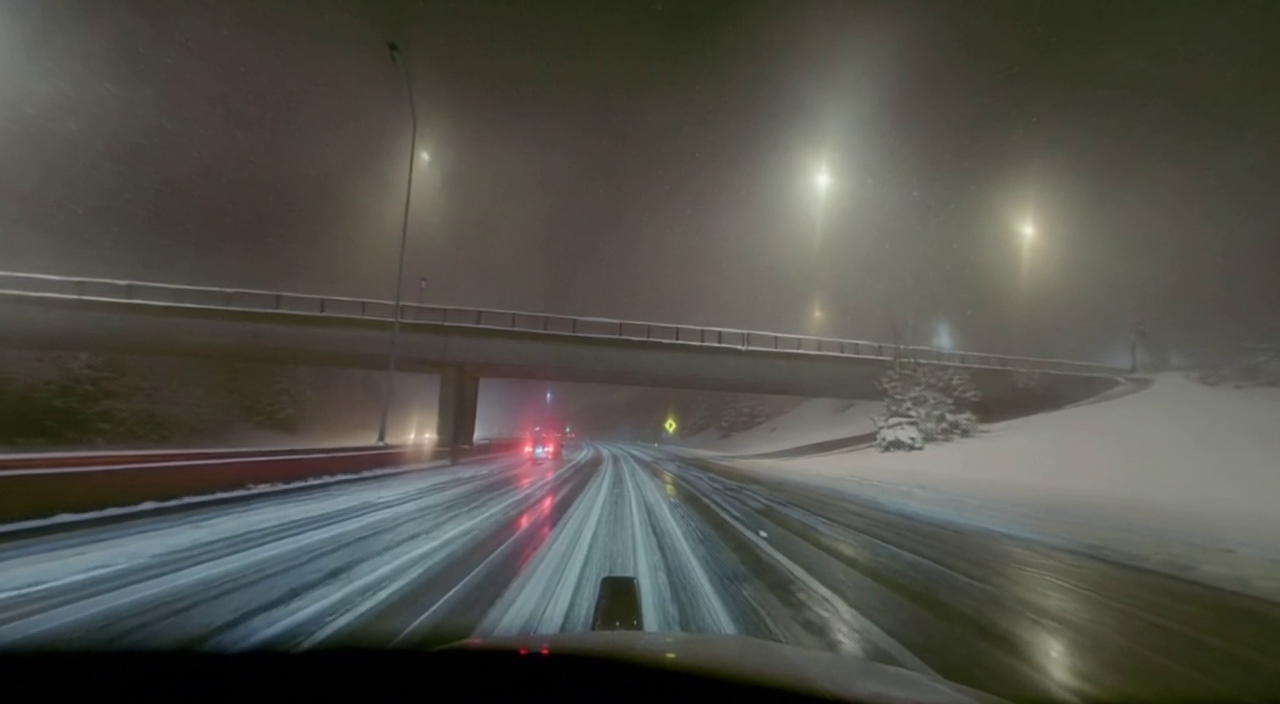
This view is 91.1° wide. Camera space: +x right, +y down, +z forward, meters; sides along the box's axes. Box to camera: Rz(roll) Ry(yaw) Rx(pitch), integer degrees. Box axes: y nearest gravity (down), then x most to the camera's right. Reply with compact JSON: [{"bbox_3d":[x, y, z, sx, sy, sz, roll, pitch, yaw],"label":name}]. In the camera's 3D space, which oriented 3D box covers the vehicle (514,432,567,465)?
[{"bbox_3d":[-5.146,5.030,33.049,2.123,1.601,4.887,0,-8,-2],"label":"vehicle"}]
